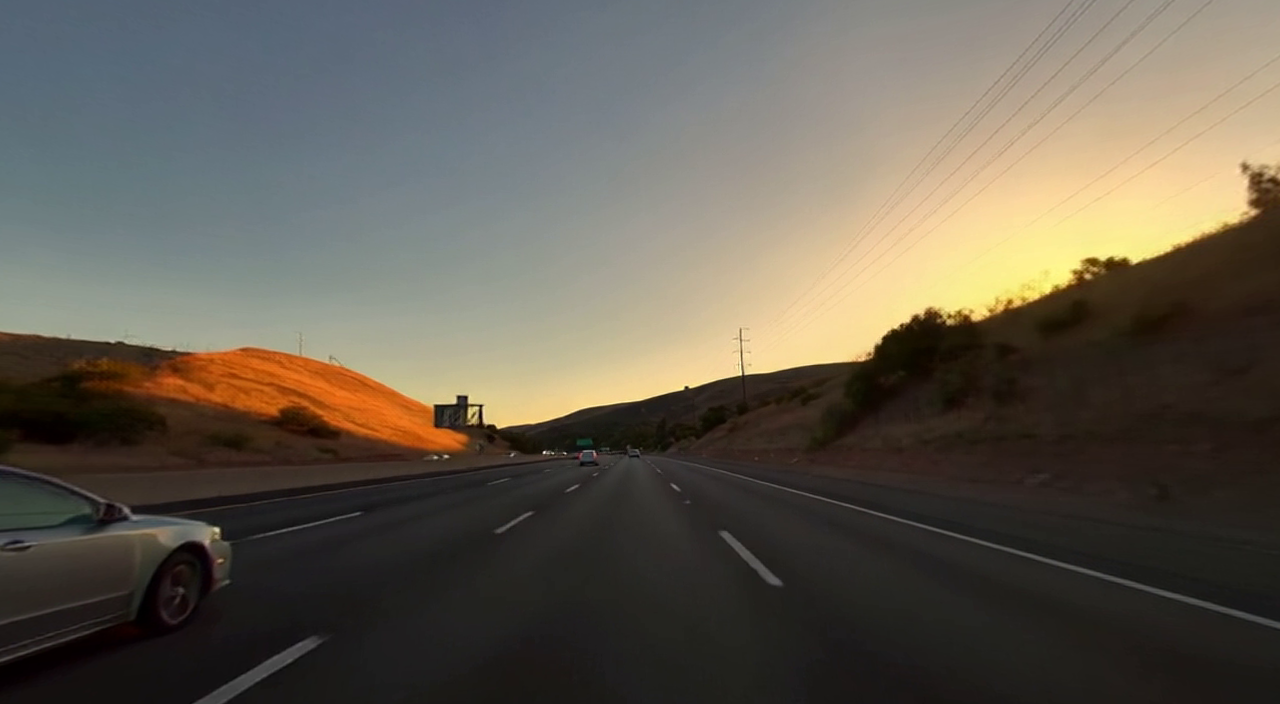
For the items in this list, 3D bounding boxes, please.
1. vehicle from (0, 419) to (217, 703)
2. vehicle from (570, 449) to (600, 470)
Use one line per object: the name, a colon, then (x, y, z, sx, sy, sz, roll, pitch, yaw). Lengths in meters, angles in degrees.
vehicle: (-4.184, 0.940, 2.150, 2.064, 1.489, 4.966, 0, -9, 0)
vehicle: (-4.123, 8.110, 47.907, 1.924, 1.511, 4.079, 0, -9, 0)
